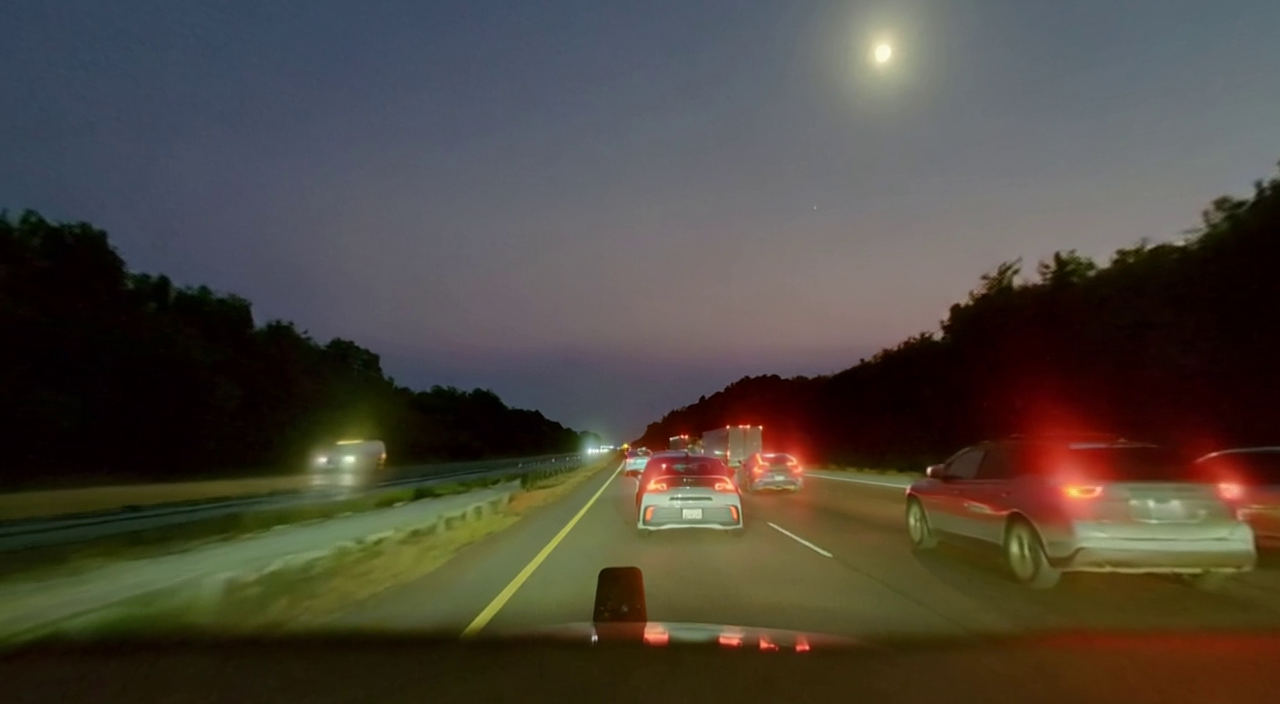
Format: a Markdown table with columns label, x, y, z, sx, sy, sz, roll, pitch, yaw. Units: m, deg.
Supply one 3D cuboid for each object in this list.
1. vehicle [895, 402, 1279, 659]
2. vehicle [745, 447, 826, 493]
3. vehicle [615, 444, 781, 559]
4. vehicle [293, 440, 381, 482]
| label | x | y | z | sx | sy | sz | roll | pitch | yaw |
| --- | --- | --- | --- | --- | --- | --- | --- | --- | --- |
| vehicle | 4.625 | 1.522 | 6.487 | 1.998 | 1.657 | 4.604 | 0 | -9 | -1 |
| vehicle | 5.223 | 4.276 | 23.221 | 1.908 | 1.500 | 4.157 | 0 | -9 | -2 |
| vehicle | 0.702 | 2.194 | 9.906 | 2.094 | 1.426 | 3.725 | 0 | -9 | -1 |
| vehicle | -12.163 | 4.385 | 25.548 | 1.744 | 1.527 | 3.666 | 0 | -9 | -1 |
